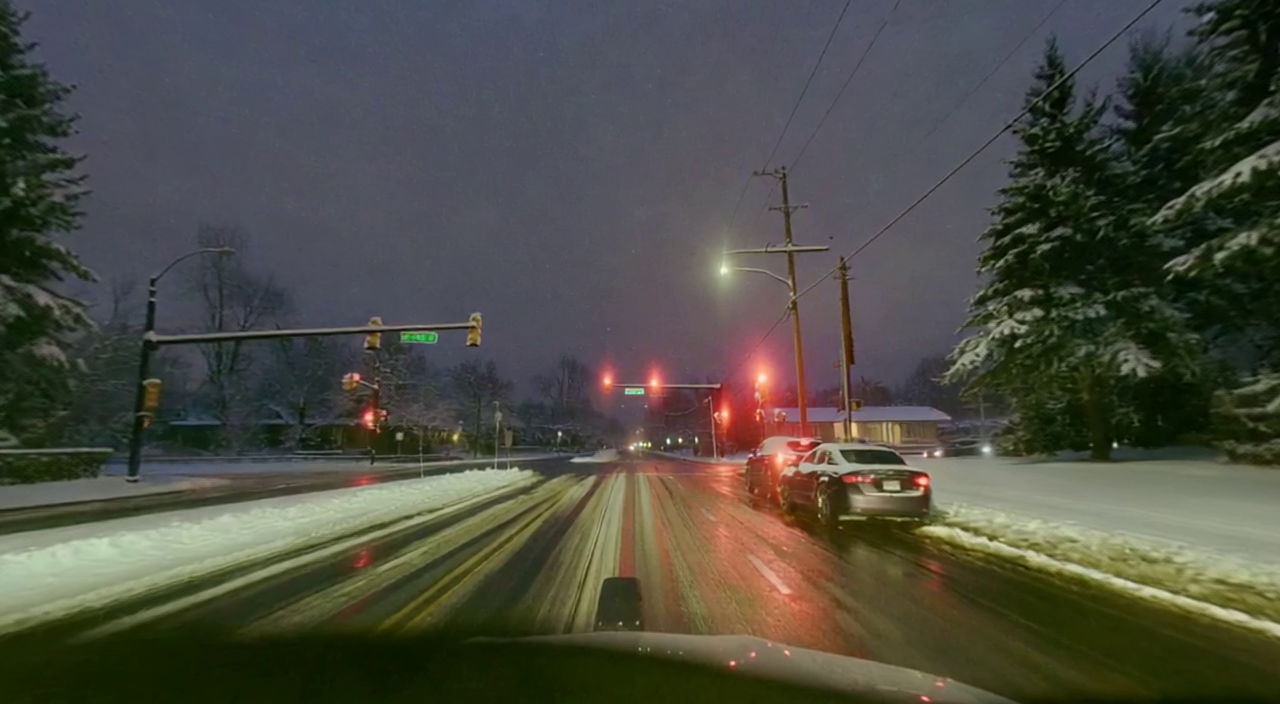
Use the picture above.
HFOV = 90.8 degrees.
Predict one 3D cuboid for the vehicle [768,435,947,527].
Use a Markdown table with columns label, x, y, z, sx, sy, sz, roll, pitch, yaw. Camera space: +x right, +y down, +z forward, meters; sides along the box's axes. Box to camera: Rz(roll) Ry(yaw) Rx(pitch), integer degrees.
| label | x | y | z | sx | sy | sz | roll | pitch | yaw |
| --- | --- | --- | --- | --- | --- | --- | --- | --- | --- |
| vehicle | 3.953 | 2.413 | 12.449 | 1.833 | 1.444 | 4.589 | 0 | -9 | -1 |
